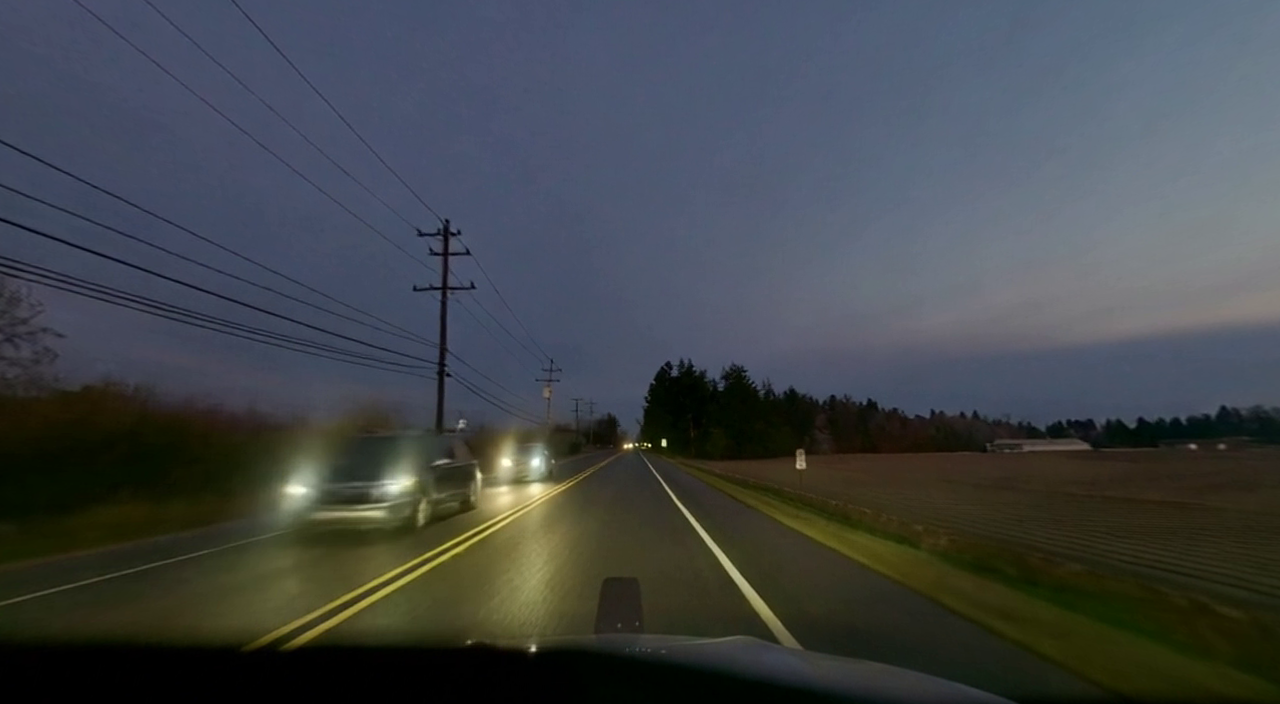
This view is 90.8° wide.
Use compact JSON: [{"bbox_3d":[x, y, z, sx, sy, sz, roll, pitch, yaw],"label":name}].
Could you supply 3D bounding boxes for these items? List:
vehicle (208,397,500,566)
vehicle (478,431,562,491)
[{"bbox_3d":[-4.705,2.209,12.028,2.762,2.167,6.359,-3,-7,-2],"label":"vehicle"},{"bbox_3d":[-4.770,4.358,25.917,2.549,2.028,5.180,-3,-7,-2],"label":"vehicle"}]
